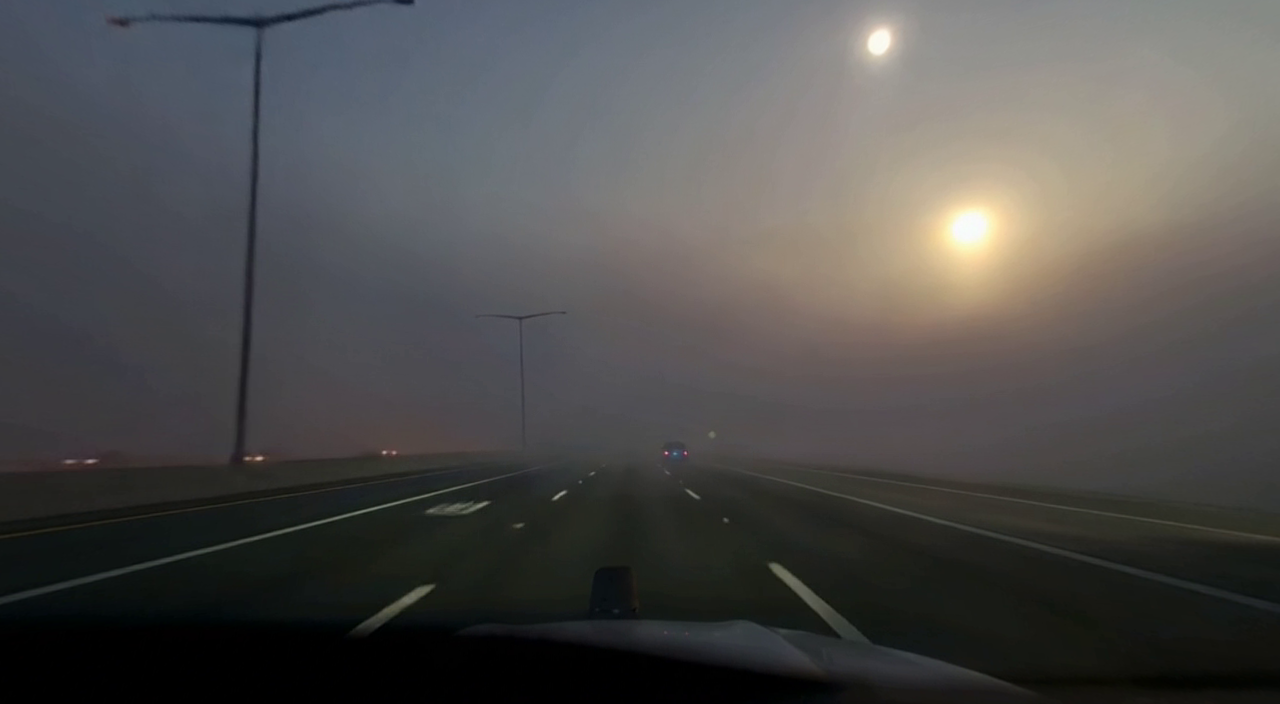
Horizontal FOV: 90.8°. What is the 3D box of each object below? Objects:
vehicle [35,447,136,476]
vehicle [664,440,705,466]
[{"bbox_3d":[-36.442,7.199,41.740,2.102,1.749,5.000,0,-8,0],"label":"vehicle"},{"bbox_3d":[2.771,6.455,40.511,2.270,1.615,3.770,0,-8,-2],"label":"vehicle"}]
